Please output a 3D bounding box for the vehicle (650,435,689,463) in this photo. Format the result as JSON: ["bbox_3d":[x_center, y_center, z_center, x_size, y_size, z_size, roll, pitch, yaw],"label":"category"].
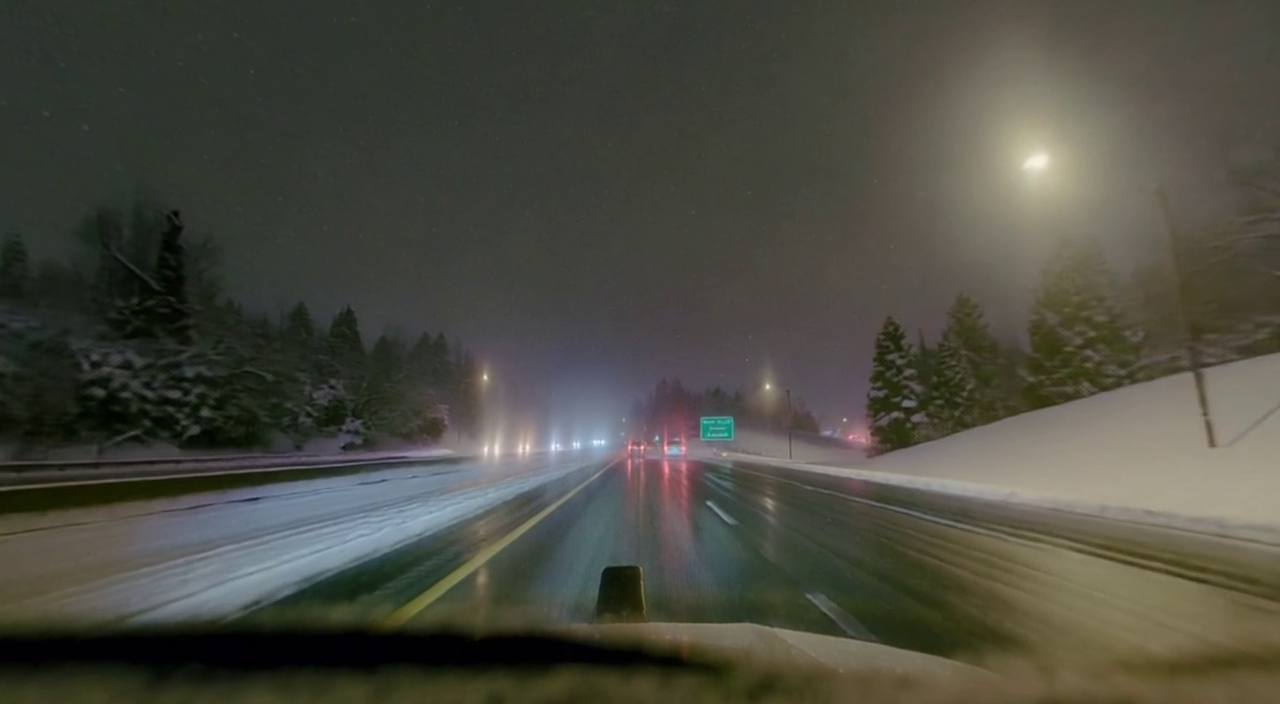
[{"bbox_3d":[2.147,7.313,47.657,2.431,1.916,4.808,0,-8,-3],"label":"vehicle"}]
